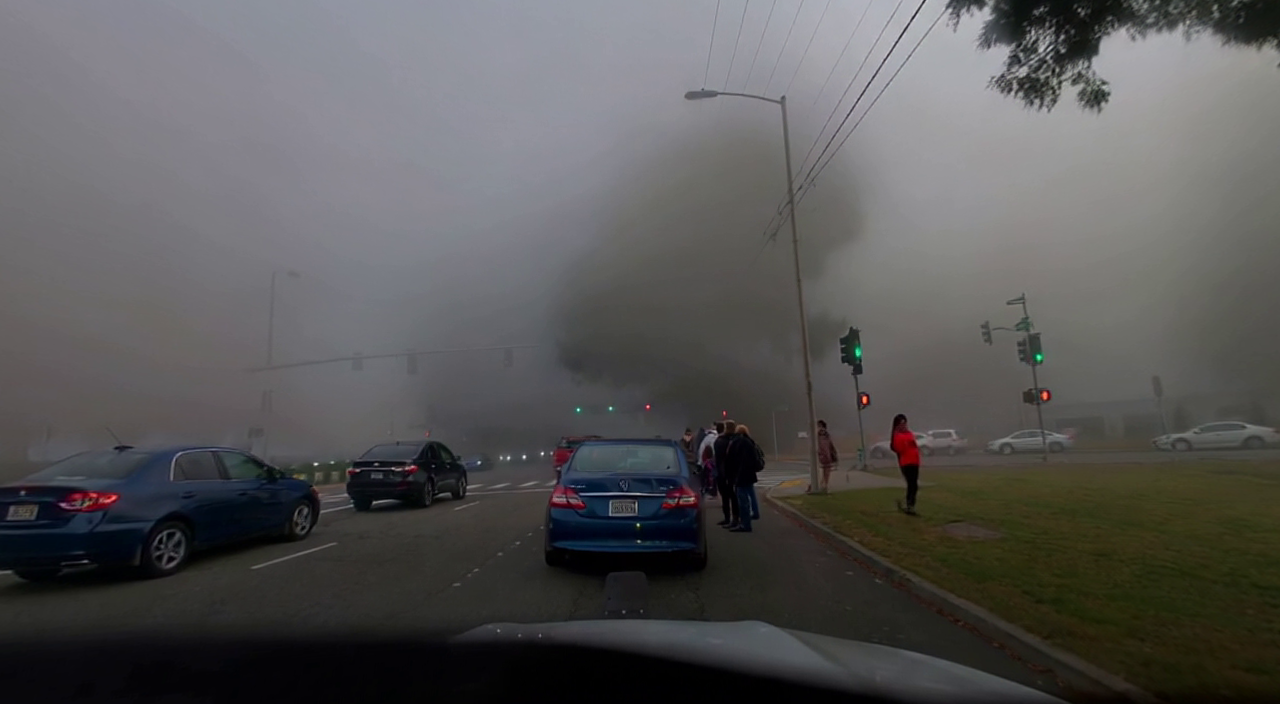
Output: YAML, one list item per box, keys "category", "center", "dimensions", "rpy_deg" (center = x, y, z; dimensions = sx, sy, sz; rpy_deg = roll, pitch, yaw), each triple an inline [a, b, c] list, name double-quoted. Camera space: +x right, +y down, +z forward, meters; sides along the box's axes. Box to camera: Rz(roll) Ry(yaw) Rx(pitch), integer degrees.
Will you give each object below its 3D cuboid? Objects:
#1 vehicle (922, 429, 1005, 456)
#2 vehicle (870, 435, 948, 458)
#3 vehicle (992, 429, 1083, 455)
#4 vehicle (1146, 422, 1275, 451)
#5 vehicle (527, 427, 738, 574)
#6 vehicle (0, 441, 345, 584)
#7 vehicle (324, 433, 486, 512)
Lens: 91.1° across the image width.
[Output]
- category: "vehicle"
  center: [21.968, 6.188, 42.711]
  dimensions: [4.814, 1.700, 1.895]
  rpy_deg: [-5, -10, 30]
- category: "vehicle"
  center: [17.575, 6.193, 41.094]
  dimensions: [4.441, 1.452, 1.798]
  rpy_deg: [-5, -10, 30]
- category: "vehicle"
  center: [23.792, 5.437, 37.748]
  dimensions: [4.454, 1.440, 1.816]
  rpy_deg: [-5, -10, 30]
- category: "vehicle"
  center: [30.527, 4.591, 33.804]
  dimensions: [4.739, 1.472, 1.804]
  rpy_deg: [-5, -10, 29]
- category: "vehicle"
  center: [-0.051, 1.862, 8.673]
  dimensions: [2.182, 1.501, 4.150]
  rpy_deg: [0, -9, 1]
- category: "vehicle"
  center: [-6.342, 2.068, 9.024]
  dimensions: [1.948, 1.530, 4.283]
  rpy_deg: [0, -9, 3]
- category: "vehicle"
  center: [-6.164, 3.227, 17.383]
  dimensions: [2.230, 1.811, 5.183]
  rpy_deg: [-1, -9, 3]
